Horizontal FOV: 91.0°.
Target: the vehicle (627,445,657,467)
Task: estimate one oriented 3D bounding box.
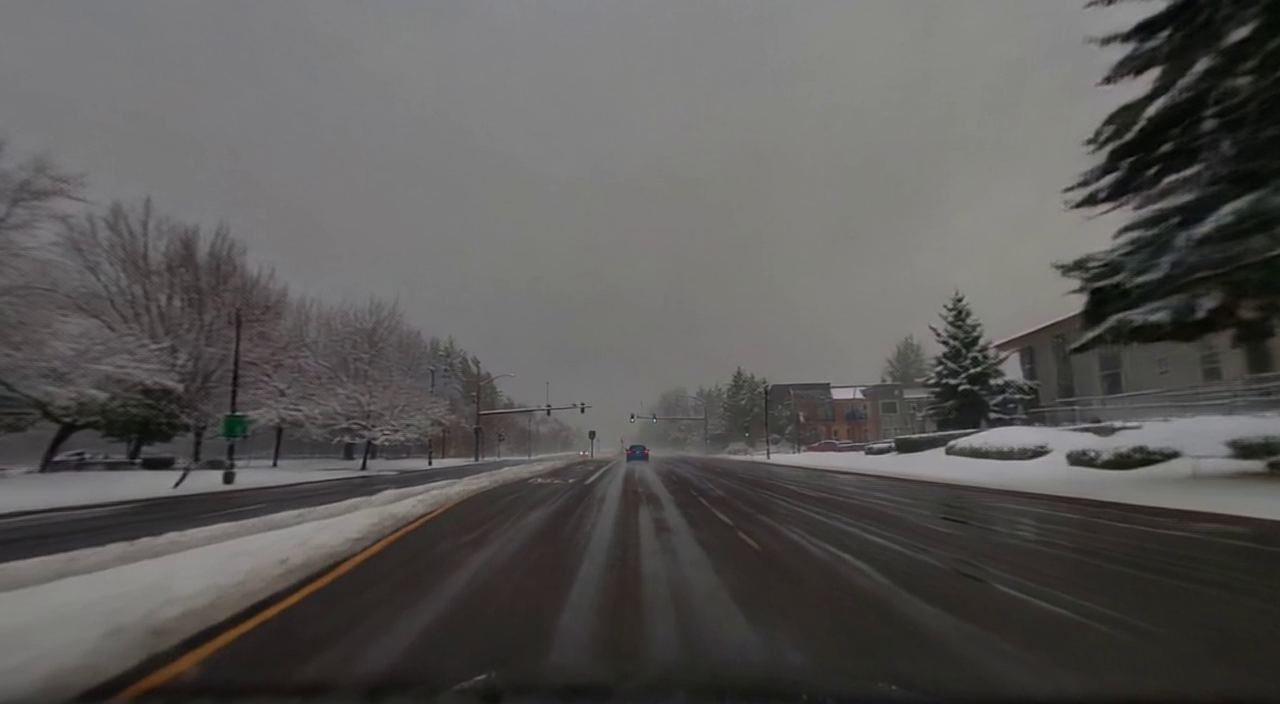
[{"bbox_3d":[0.148,7.363,44.874,2.064,1.477,3.968,0,-9,0],"label":"vehicle"}]
